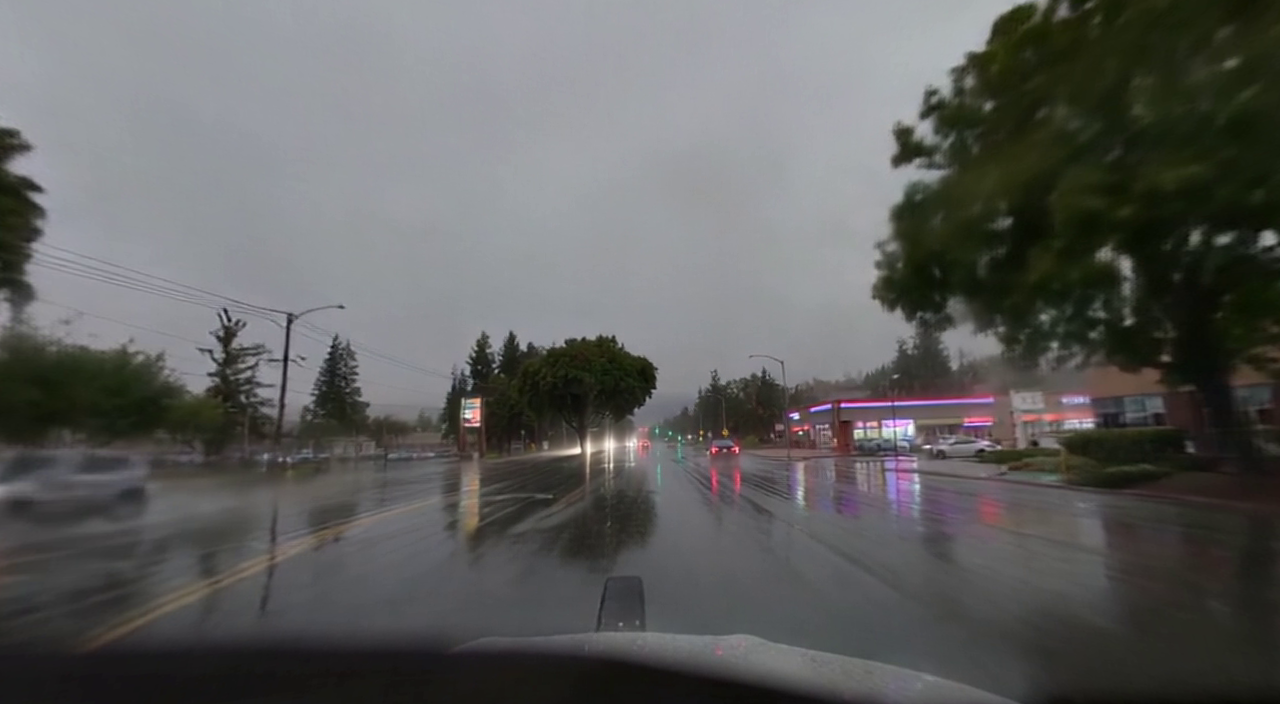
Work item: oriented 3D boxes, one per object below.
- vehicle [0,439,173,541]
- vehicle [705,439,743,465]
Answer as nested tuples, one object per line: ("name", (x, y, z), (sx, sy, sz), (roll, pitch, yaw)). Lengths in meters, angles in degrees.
("vehicle", (-13.609, 2.966, 14.137), (2.225, 1.961, 5.380), (0, -9, -1))
("vehicle", (5.481, 6.580, 41.729), (1.957, 1.643, 4.226), (0, -9, 1))
